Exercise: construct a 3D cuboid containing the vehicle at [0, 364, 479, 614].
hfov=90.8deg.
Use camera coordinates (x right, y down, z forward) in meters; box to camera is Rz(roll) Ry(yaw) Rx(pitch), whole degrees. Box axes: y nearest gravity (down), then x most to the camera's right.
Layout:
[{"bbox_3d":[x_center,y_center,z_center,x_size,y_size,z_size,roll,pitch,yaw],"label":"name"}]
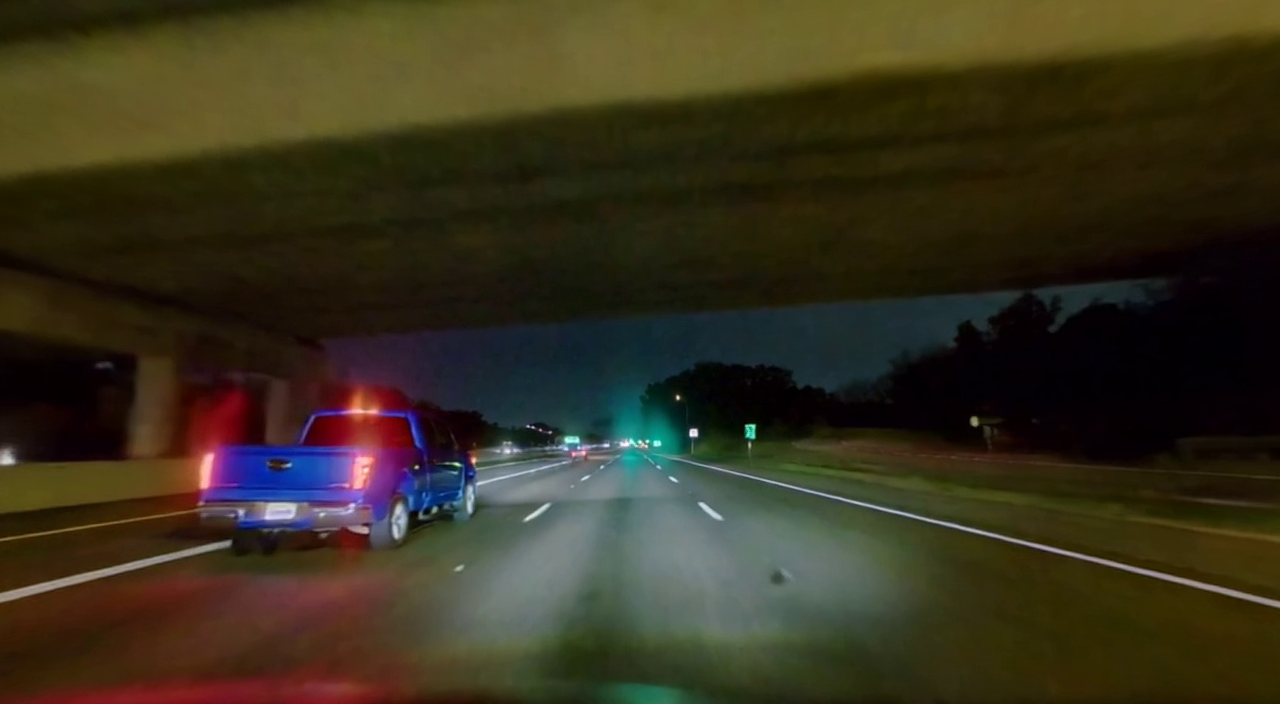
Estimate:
[{"bbox_3d":[-4.128,1.525,8.090,2.529,2.003,5.904,0,-8,1],"label":"vehicle"}]
